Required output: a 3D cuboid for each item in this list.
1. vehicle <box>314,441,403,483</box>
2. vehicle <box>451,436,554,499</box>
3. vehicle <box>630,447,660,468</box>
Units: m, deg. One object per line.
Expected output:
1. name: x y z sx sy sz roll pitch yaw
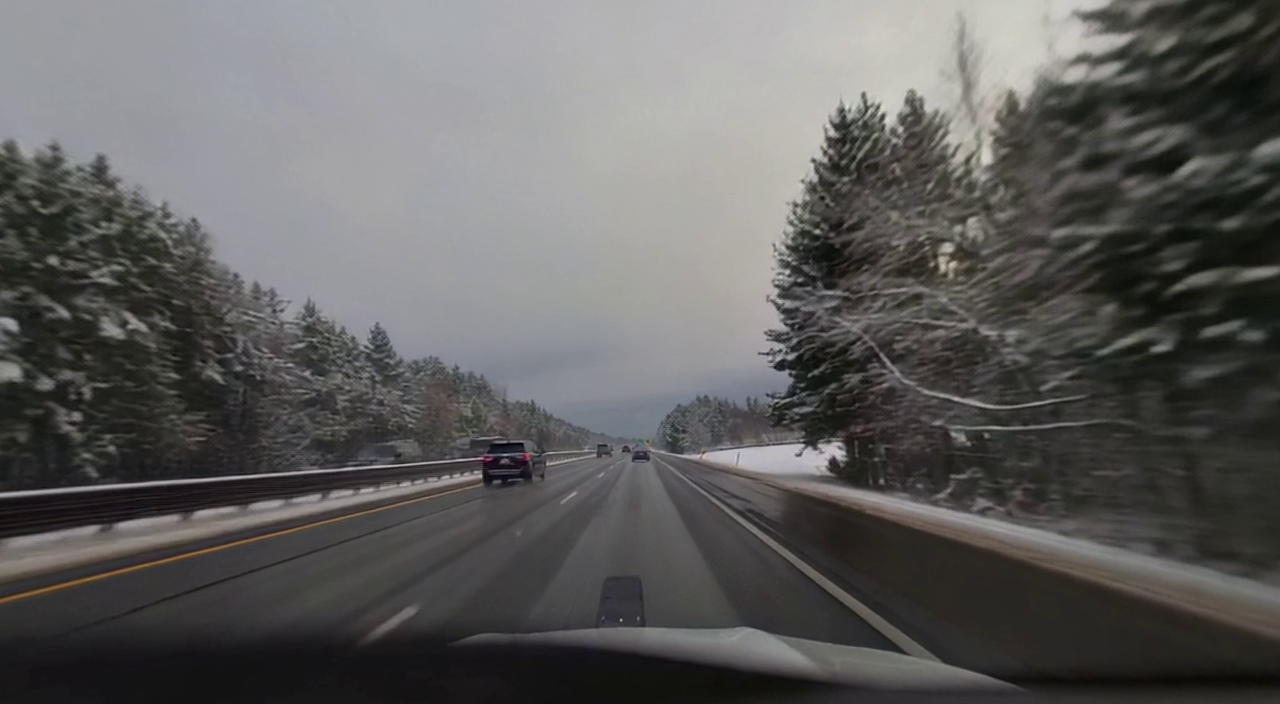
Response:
1. vehicle: -12.778 5.001 29.004 2.002 1.734 4.429 0 -9 1
2. vehicle: -3.958 3.404 19.031 2.100 1.667 4.223 0 -9 1
3. vehicle: 0.304 7.586 45.556 2.046 1.452 4.407 0 -9 -1
